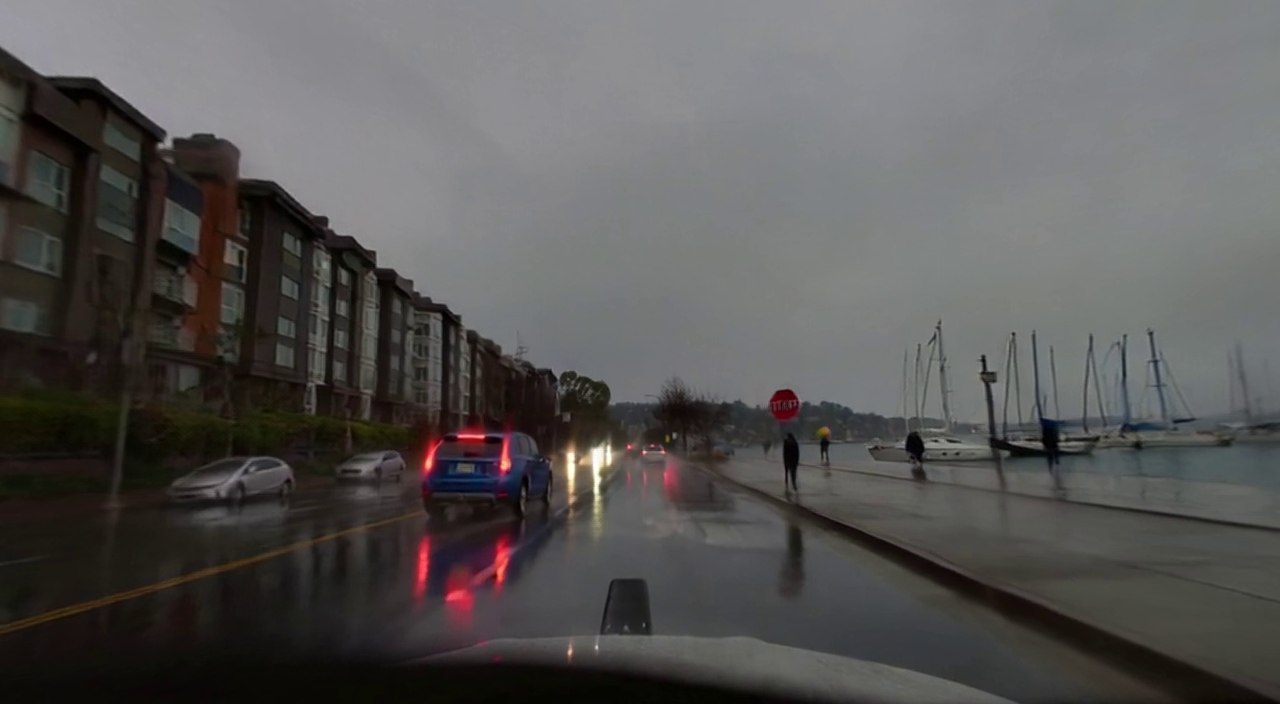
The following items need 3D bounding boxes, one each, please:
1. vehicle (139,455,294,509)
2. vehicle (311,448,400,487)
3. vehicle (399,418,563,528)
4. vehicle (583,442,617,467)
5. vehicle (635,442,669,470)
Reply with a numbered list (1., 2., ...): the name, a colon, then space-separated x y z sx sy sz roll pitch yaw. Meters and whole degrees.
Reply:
1. vehicle: -13.550 4.147 20.579 1.871 1.463 4.555 -1 -9 1
2. vehicle: -13.442 5.449 30.130 2.117 1.703 4.373 -1 -9 2
3. vehicle: -2.982 2.406 13.097 2.082 1.817 4.724 -1 -9 1
4. vehicle: -2.874 7.455 45.919 2.056 1.680 4.205 -1 -9 2
5. vehicle: 0.747 6.629 40.316 2.057 1.624 3.726 -1 -9 1
